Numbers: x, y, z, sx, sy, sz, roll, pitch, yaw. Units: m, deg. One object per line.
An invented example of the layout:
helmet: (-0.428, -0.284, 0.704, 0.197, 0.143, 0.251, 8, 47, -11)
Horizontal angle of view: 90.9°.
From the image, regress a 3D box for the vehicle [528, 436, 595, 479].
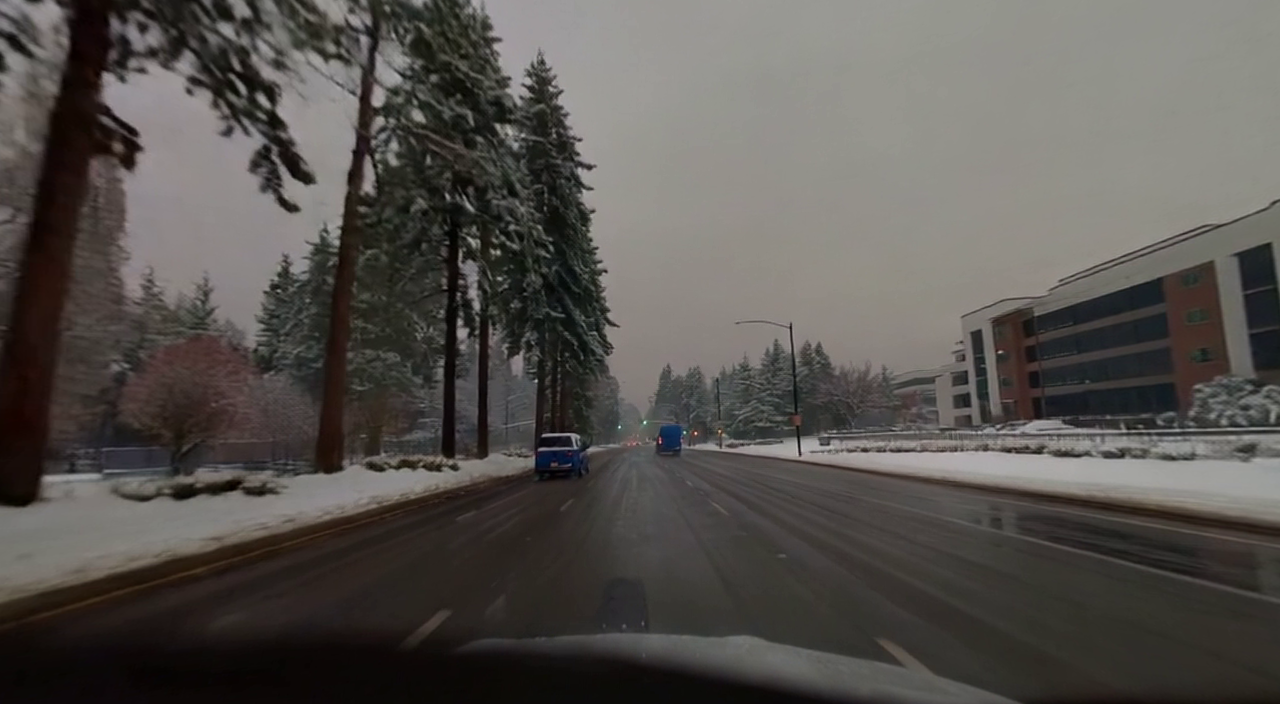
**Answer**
vehicle: (-3.161, 4.376, 26.378, 2.129, 1.602, 4.532, 0, -8, 1)
